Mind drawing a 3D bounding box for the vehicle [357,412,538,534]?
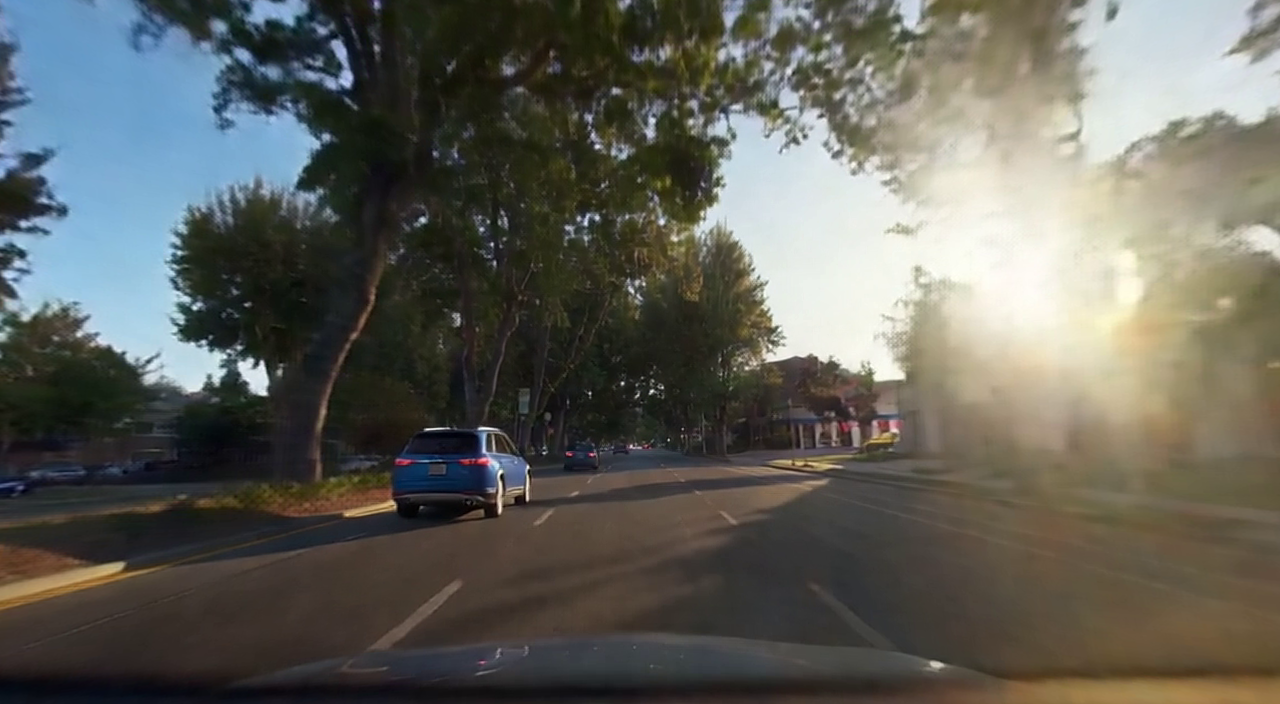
[{"bbox_3d":[-3.260,2.157,11.787,2.042,1.817,4.364,0,-8,-1],"label":"vehicle"}]

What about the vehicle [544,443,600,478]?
[{"bbox_3d":[-3.052,4.946,29.210,2.069,1.470,4.601,0,-8,0],"label":"vehicle"}]

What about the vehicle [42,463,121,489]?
[{"bbox_3d":[-38.441,8.516,43.630,1.796,1.496,4.410,1,-9,-8],"label":"vehicle"}]
